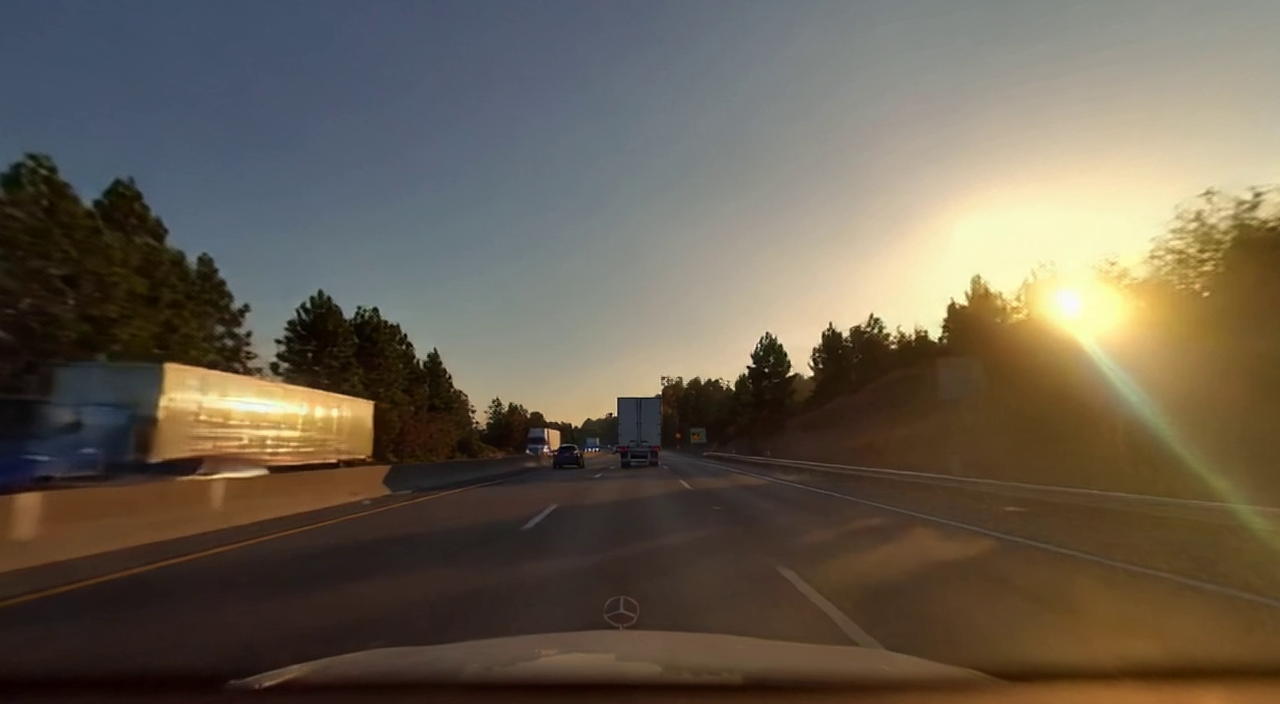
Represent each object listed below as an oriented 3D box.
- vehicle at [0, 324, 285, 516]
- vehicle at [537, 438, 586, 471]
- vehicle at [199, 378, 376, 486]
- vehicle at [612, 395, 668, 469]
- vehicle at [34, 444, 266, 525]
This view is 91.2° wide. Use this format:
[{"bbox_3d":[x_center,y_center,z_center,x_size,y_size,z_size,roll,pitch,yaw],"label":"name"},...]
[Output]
[{"bbox_3d":[-15.071,2.204,18.455,3.032,4.087,10.407,0,-9,0],"label":"vehicle"},{"bbox_3d":[-4.183,5.547,33.930,2.112,1.645,4.129,0,-9,0],"label":"vehicle"},{"bbox_3d":[-15.033,3.626,27.837,2.883,4.057,8.315,0,-9,0],"label":"vehicle"},{"bbox_3d":[-0.057,5.242,40.273,3.100,4.091,10.664,0,-9,0],"label":"vehicle"},{"bbox_3d":[-10.392,2.796,13.766,1.880,1.491,3.942,0,-9,0],"label":"vehicle"}]
